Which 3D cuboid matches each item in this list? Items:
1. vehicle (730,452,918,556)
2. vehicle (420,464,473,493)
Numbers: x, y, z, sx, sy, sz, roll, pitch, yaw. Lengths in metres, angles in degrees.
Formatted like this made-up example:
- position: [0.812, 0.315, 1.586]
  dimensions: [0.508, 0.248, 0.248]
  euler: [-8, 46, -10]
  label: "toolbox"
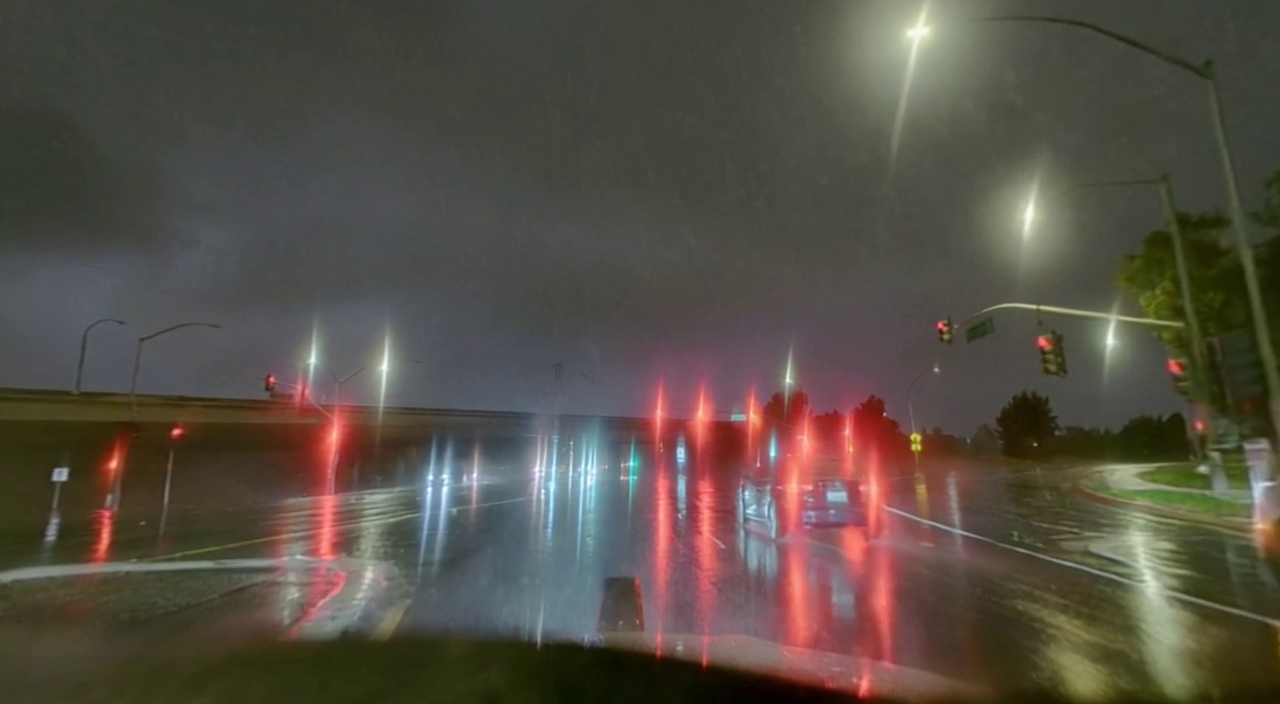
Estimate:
- position: [2.939, 2.515, 11.260]
  dimensions: [1.909, 1.425, 4.521]
  euler: [0, -9, -1]
  label: "vehicle"
- position: [-12.924, 8.462, 42.552]
  dimensions: [2.126, 1.506, 5.411]
  euler: [-2, -9, -2]
  label: "vehicle"
